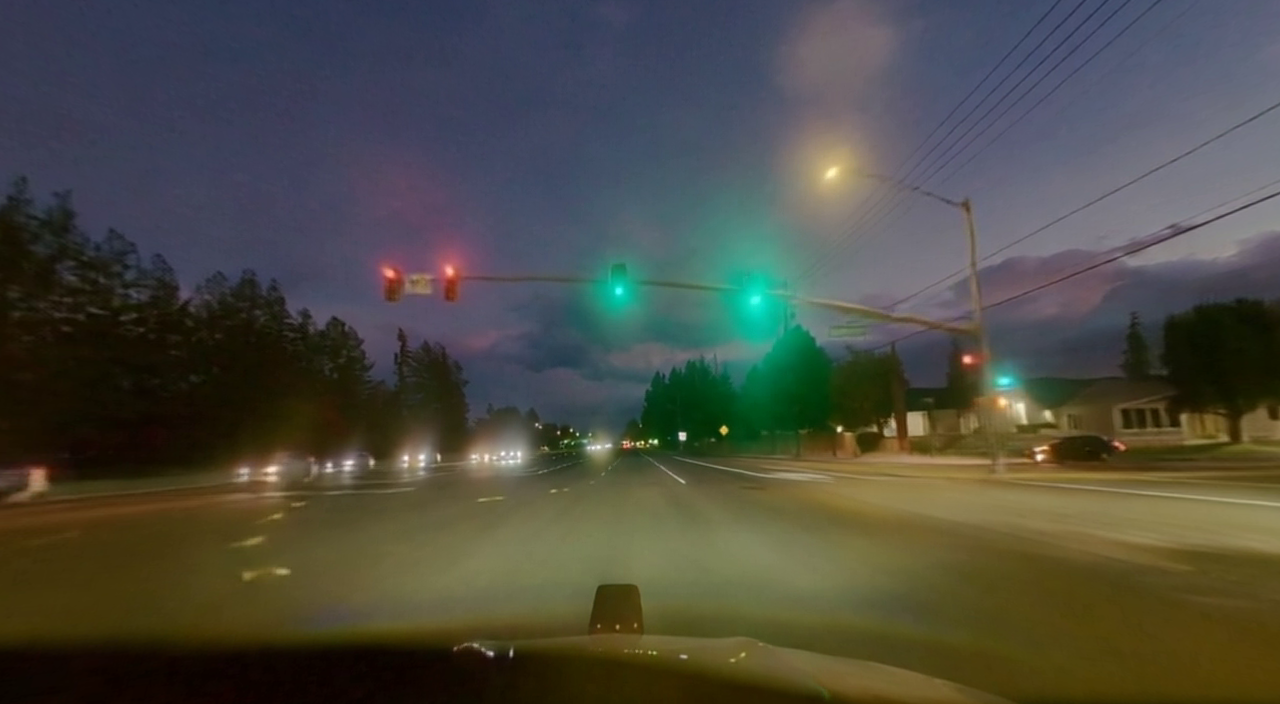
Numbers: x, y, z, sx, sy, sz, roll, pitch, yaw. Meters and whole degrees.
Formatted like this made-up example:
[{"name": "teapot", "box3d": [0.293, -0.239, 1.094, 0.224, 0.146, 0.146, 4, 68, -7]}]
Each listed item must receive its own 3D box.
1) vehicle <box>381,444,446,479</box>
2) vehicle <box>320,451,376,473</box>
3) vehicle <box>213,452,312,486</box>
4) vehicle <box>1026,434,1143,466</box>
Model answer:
[{"name": "vehicle", "box3d": [-12.010, 5.777, 33.807, 1.912, 1.509, 4.425, -4, -7, -1]}, {"name": "vehicle", "box3d": [-21.978, 8.290, 47.747, 2.002, 1.489, 4.734, 0, -8, -1]}, {"name": "vehicle", "box3d": [-18.483, 5.736, 31.235, 1.952, 1.469, 4.811, 0, -8, -1]}, {"name": "vehicle", "box3d": [21.898, 4.852, 31.247, 4.439, 1.454, 1.842, -8, -11, 41]}]
